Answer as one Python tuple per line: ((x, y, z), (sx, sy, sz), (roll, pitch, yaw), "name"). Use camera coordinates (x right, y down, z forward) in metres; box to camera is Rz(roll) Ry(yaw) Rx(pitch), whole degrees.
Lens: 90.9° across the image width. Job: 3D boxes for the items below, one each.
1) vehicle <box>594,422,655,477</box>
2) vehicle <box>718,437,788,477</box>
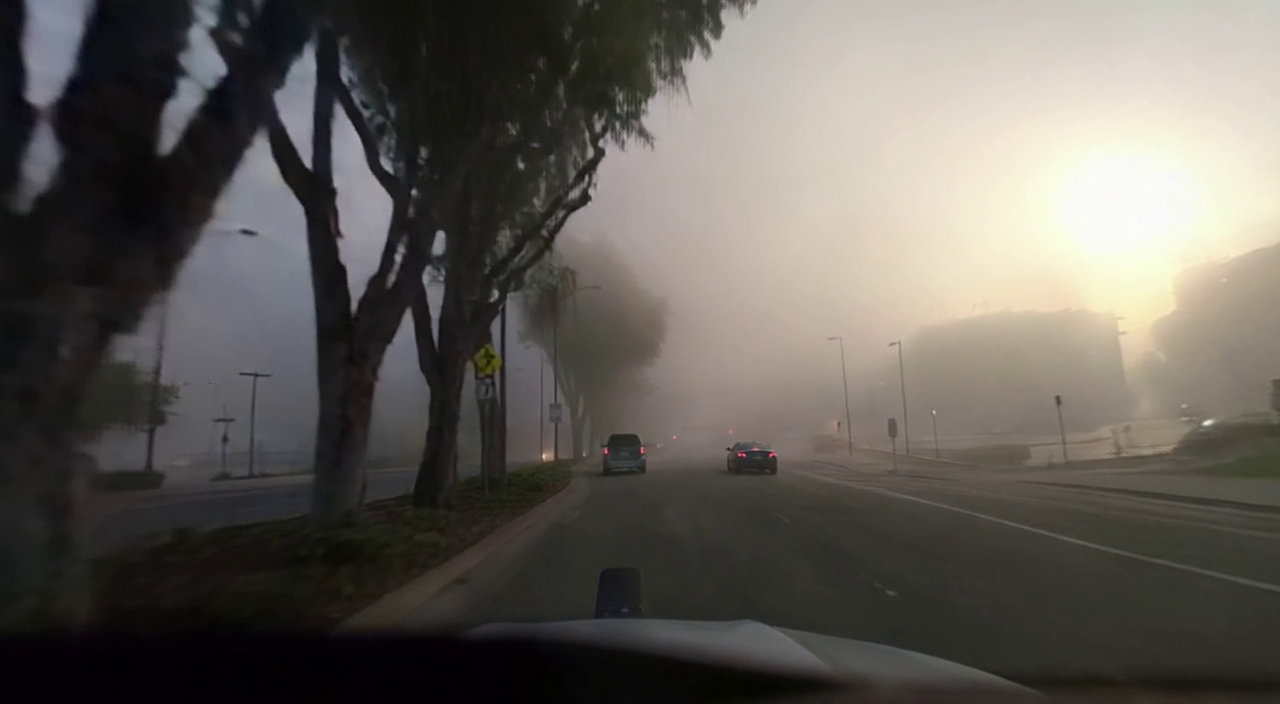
((-0.783, 4.234, 27.500), (2.396, 2.143, 4.824), (0, -8, -4), "vehicle")
((4.525, 4.293, 25.944), (2.075, 1.486, 4.316), (0, -8, 0), "vehicle")
